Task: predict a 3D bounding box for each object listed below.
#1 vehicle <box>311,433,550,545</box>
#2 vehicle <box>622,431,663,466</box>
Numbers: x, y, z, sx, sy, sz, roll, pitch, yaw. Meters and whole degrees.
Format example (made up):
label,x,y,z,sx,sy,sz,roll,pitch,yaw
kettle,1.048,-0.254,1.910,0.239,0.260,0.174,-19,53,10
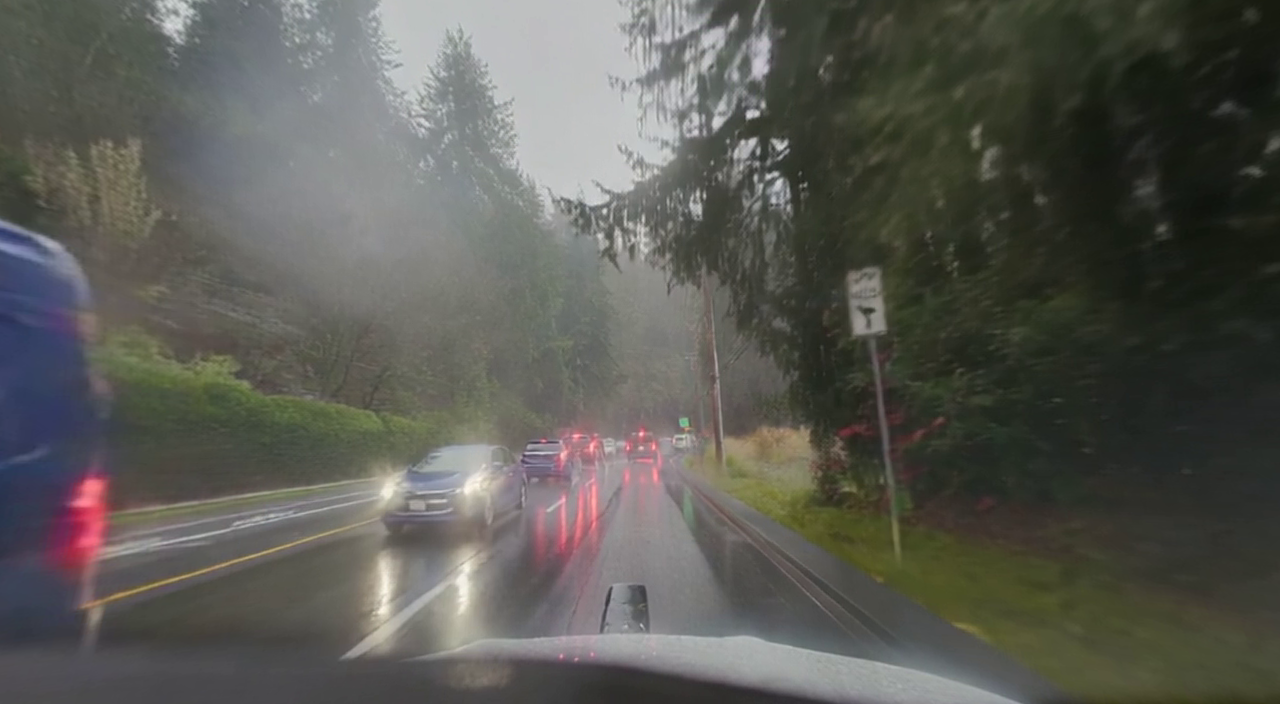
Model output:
label,x,y,z,sx,sy,sz,roll,pitch,yaw
vehicle,-3.157,2.208,10.930,2.260,1.465,4.972,-1,-8,3
vehicle,0.186,5.575,36.436,2.241,1.912,4.095,-1,-8,2
